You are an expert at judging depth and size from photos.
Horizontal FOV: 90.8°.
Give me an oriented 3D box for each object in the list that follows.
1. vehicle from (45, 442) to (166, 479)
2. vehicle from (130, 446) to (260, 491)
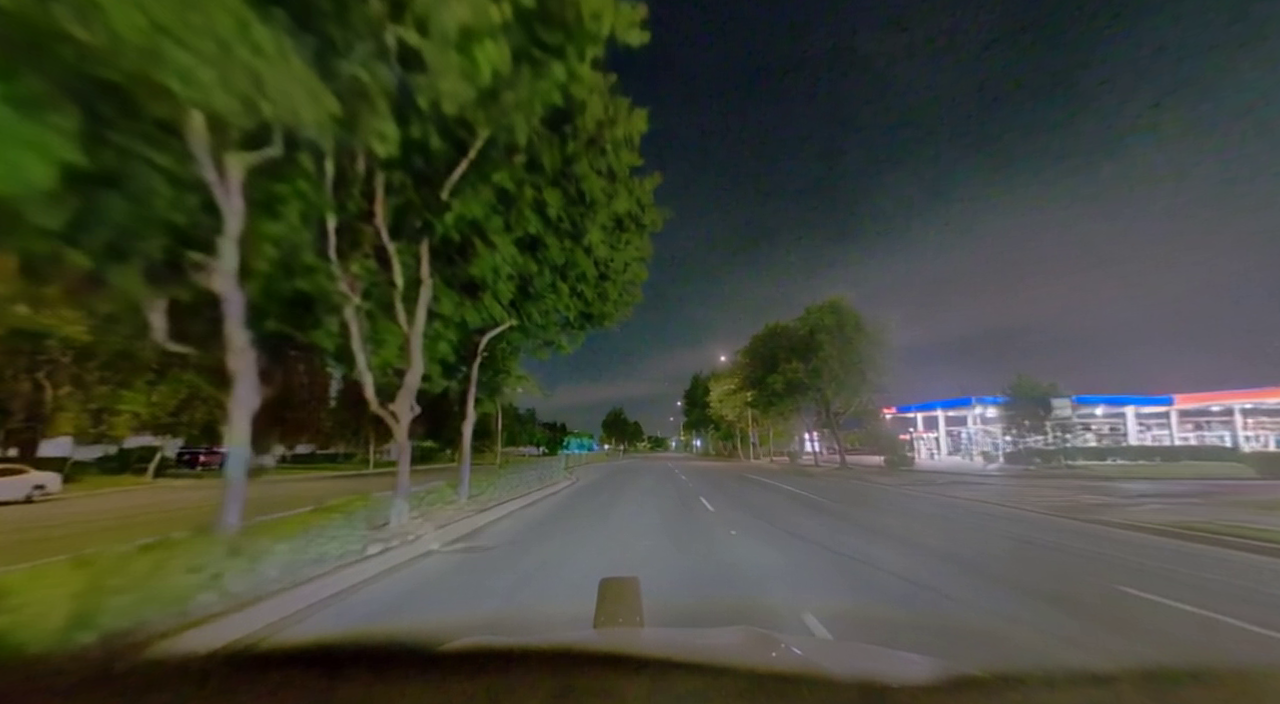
[{"bbox_3d":[-27.025,5.482,32.055,4.294,1.763,1.929,0,-9,-1],"label":"vehicle"},{"bbox_3d":[-19.206,5.024,27.638,1.906,1.744,5.165,0,-9,0],"label":"vehicle"}]
